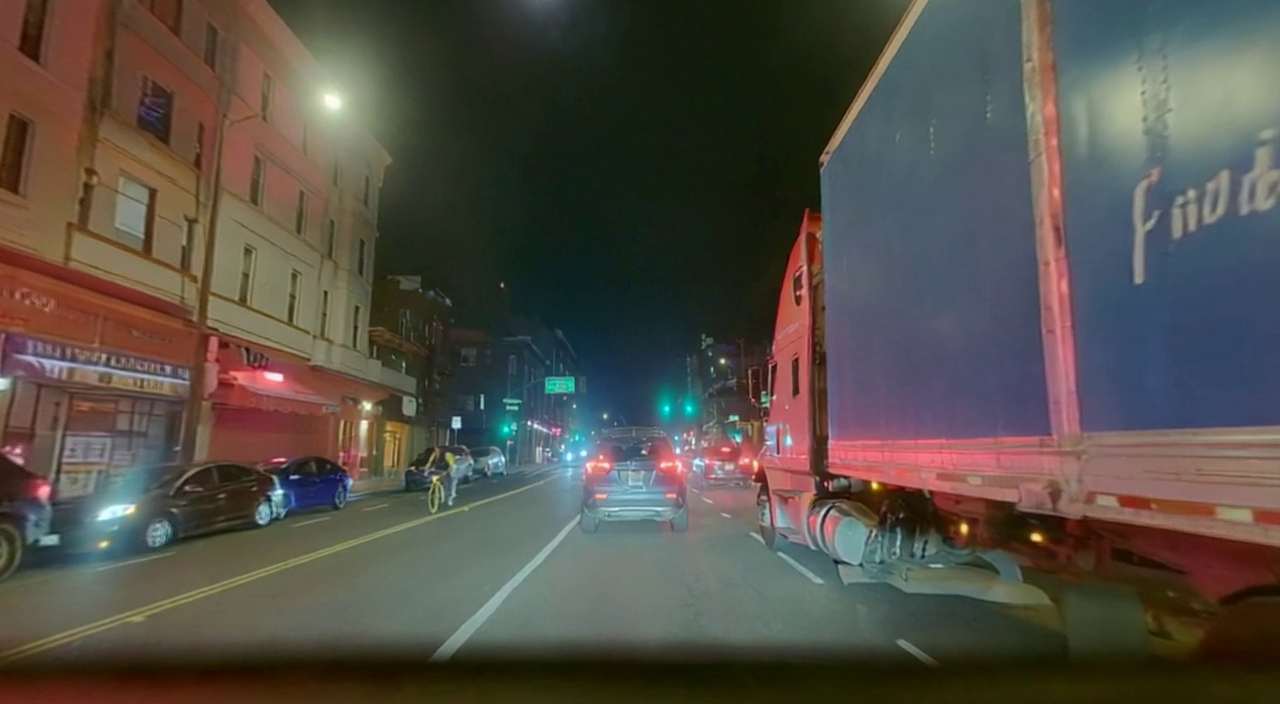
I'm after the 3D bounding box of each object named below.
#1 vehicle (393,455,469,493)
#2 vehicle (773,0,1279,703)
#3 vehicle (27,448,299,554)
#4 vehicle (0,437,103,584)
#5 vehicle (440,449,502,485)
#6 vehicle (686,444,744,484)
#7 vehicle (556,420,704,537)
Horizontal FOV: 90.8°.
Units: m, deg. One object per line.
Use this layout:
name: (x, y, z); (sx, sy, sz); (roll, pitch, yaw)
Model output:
vehicle: (-8.698, 5.092, 26.732); (1.805, 1.379, 4.359); (0, -8, -1)
vehicle: (2.983, -0.006, 2.390); (2.913, 3.771, 9.716); (0, -8, 1)
vehicle: (-8.844, 2.734, 12.339); (1.896, 1.652, 4.269); (-1, -9, 1)
vehicle: (-8.797, 1.742, 6.419); (2.065, 1.758, 5.144); (0, -8, 1)
vehicle: (-8.674, 5.940, 32.877); (2.084, 1.686, 4.422); (0, -9, -1)
vehicle: (3.387, 5.126, 29.332); (2.159, 1.696, 4.316); (0, -9, 0)
vehicle: (-0.170, 2.308, 12.127); (2.283, 1.783, 4.548); (0, -8, 0)
